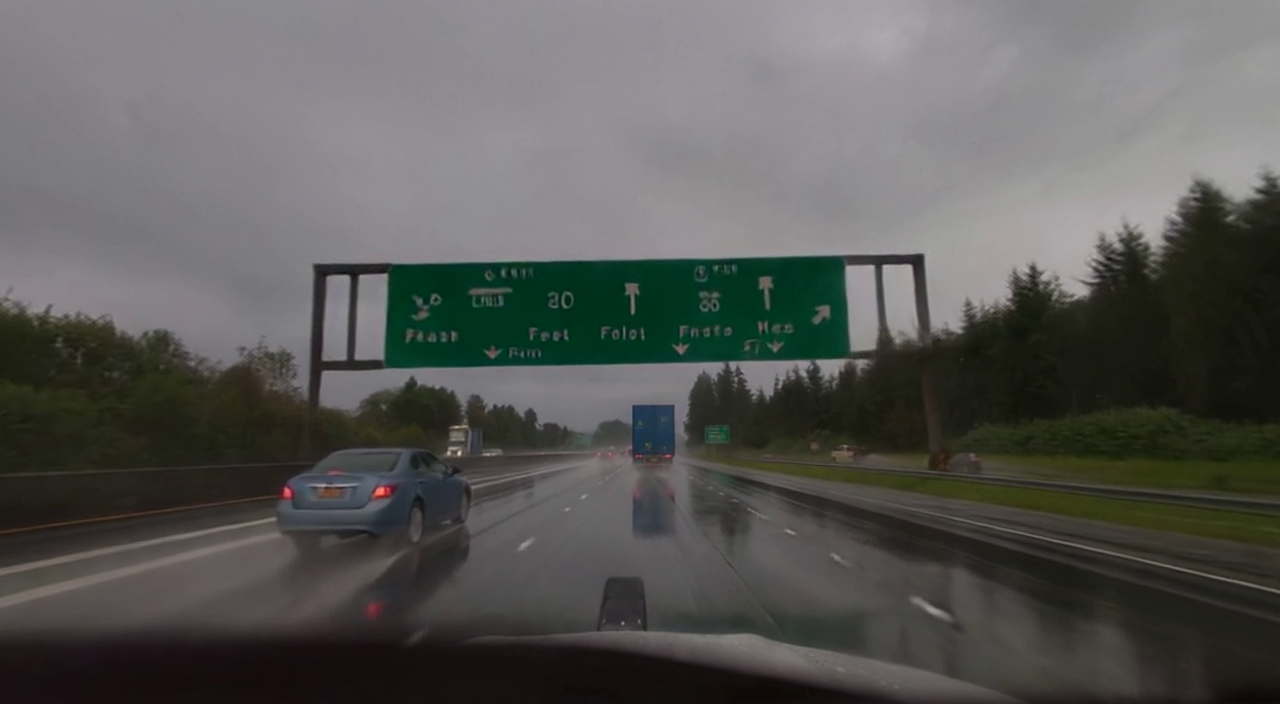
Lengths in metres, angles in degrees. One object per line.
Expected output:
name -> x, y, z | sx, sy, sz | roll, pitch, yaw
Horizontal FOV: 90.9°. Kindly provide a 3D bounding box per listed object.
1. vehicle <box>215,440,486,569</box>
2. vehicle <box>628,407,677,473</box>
vehicle -> -3.880, 2.095, 9.529 | 1.931, 1.466, 4.458 | 0, -9, 1
vehicle -> 0.767, 6.217, 44.245 | 3.022, 4.072, 10.318 | 0, -9, 0
